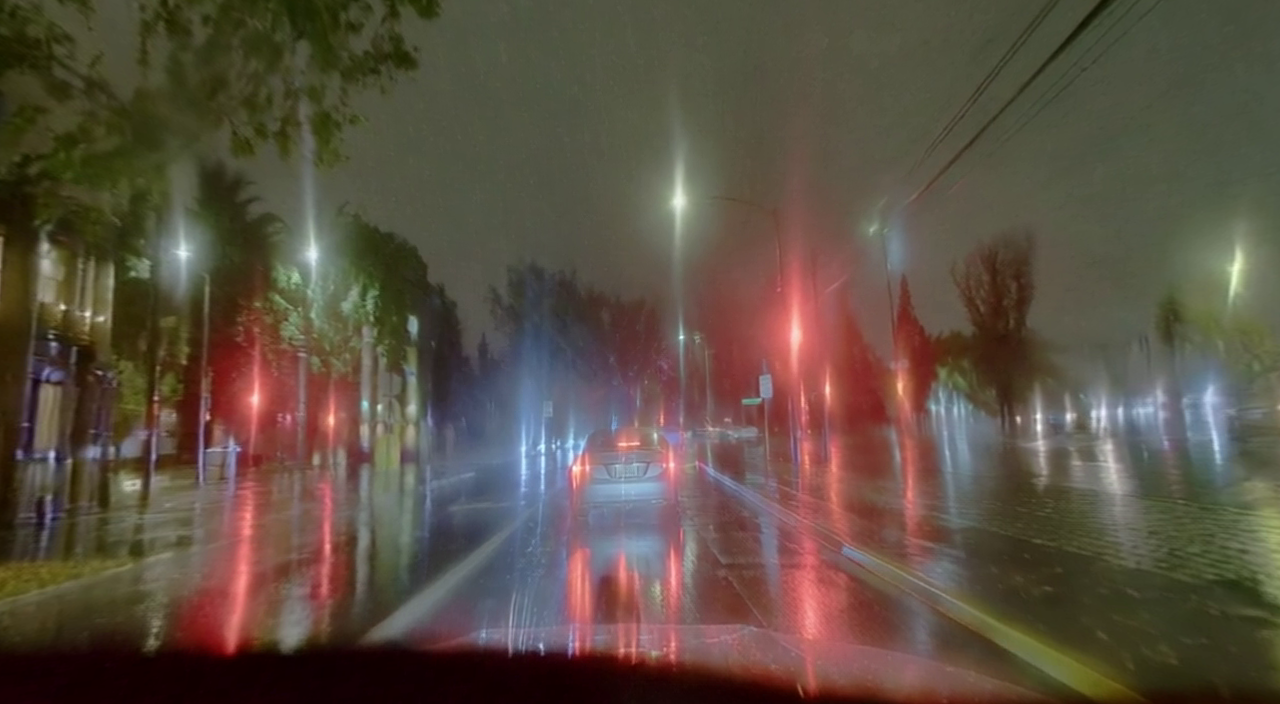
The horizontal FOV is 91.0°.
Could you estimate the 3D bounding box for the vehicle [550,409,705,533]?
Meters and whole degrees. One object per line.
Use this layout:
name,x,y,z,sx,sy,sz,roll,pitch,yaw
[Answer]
vehicle,-0.149,1.923,10.694,2.142,1.686,3.816,-1,-8,1

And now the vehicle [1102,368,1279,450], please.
vehicle,14.458,1.473,15.718,4.104,1.886,1.939,-2,-8,9
